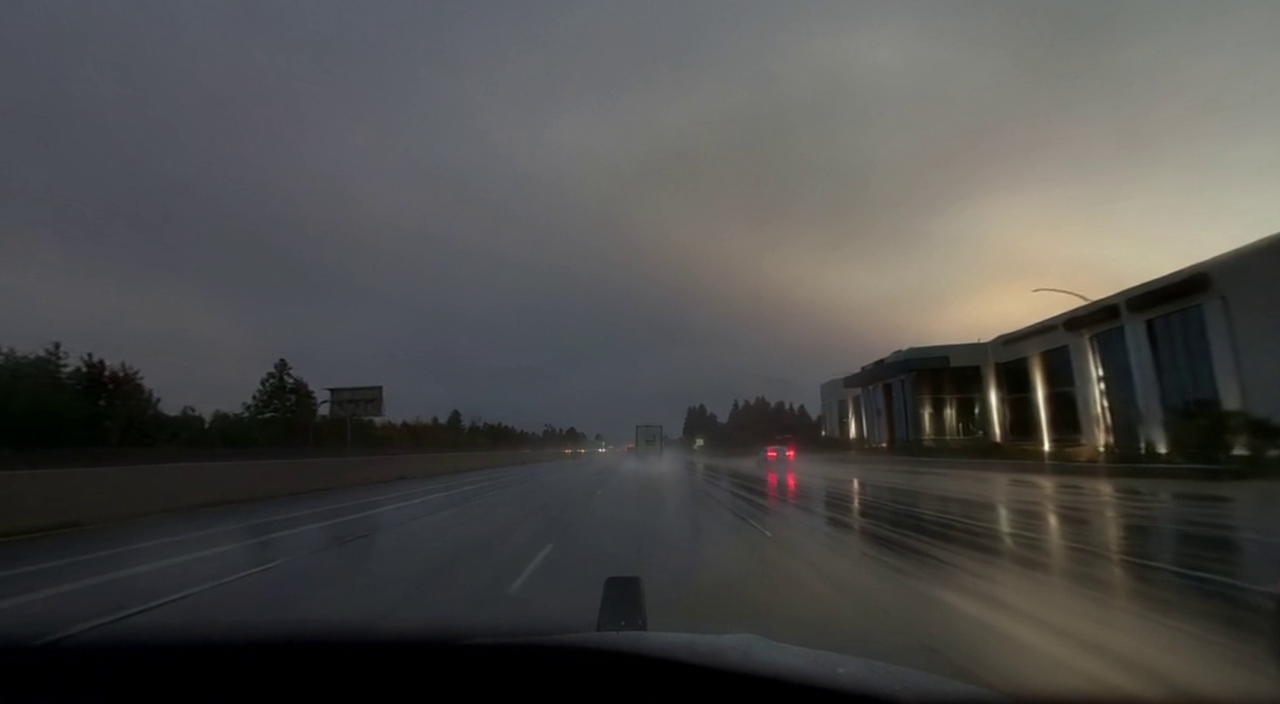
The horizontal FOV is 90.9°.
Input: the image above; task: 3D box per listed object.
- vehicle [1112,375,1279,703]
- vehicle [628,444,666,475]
[{"bbox_3d":[3.801,0.641,1.060,2.008,1.595,5.082,0,-9,-1],"label":"vehicle"},{"bbox_3d":[0.408,6.080,35.860,2.015,1.639,4.086,0,-9,1],"label":"vehicle"}]
